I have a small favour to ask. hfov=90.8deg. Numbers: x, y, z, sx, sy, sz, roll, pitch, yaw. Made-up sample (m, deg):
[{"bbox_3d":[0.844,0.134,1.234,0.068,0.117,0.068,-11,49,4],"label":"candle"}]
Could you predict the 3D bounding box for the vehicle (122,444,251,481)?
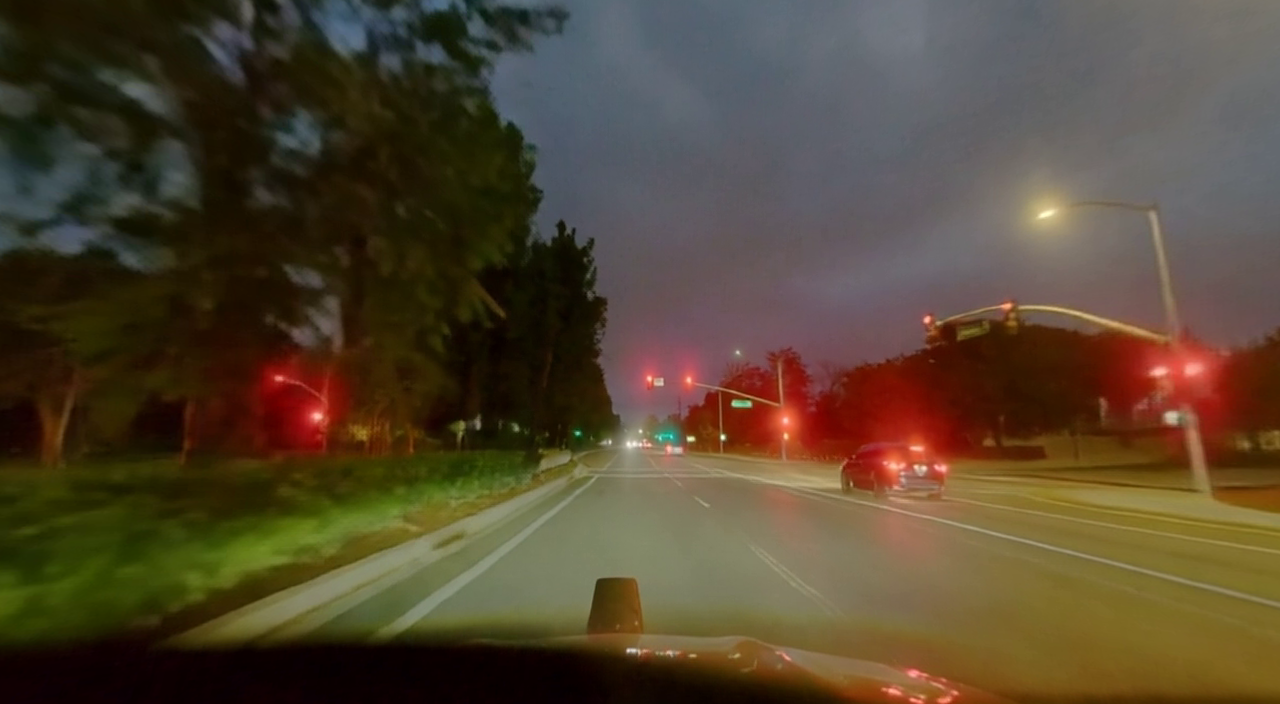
[{"bbox_3d":[-18.893,4.625,26.572,2.637,1.401,3.741,0,-9,0],"label":"vehicle"}]
